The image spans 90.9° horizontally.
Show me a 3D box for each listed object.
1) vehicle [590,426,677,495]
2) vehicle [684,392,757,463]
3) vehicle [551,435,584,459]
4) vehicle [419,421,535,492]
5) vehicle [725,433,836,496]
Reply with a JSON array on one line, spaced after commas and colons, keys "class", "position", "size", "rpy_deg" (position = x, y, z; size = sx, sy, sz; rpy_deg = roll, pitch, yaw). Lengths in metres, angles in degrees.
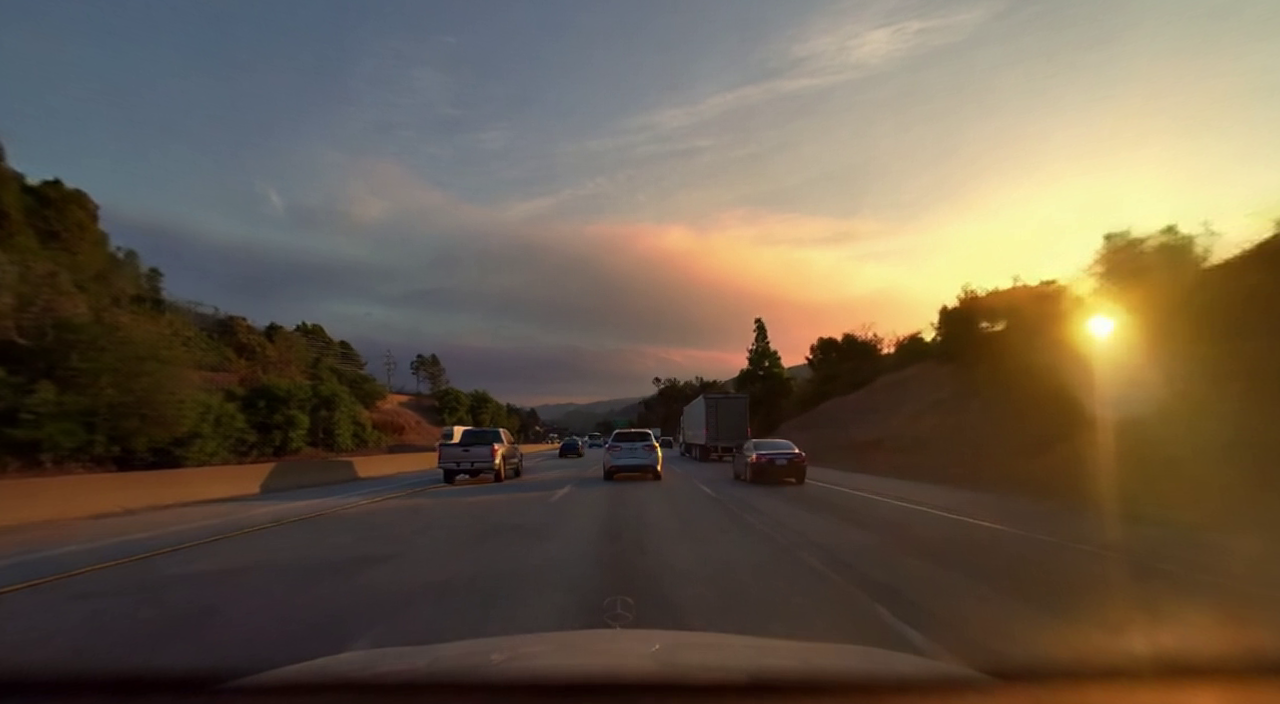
[{"class": "vehicle", "position": [-0.203, 2.879, 17.102], "size": [2.083, 1.647, 3.799], "rpy_deg": [0, -8, -1]}, {"class": "vehicle", "position": [5.189, 5.388, 43.949], "size": [2.888, 4.135, 14.071], "rpy_deg": [0, -8, -2]}, {"class": "vehicle", "position": [-5.417, 7.104, 47.296], "size": [1.971, 1.648, 3.983], "rpy_deg": [0, -8, 0]}, {"class": "vehicle", "position": [-4.541, 2.972, 18.389], "size": [2.101, 1.767, 4.702], "rpy_deg": [0, -8, 0]}, {"class": "vehicle", "position": [3.634, 2.960, 17.061], "size": [1.951, 1.477, 3.963], "rpy_deg": [0, -8, -2]}]
